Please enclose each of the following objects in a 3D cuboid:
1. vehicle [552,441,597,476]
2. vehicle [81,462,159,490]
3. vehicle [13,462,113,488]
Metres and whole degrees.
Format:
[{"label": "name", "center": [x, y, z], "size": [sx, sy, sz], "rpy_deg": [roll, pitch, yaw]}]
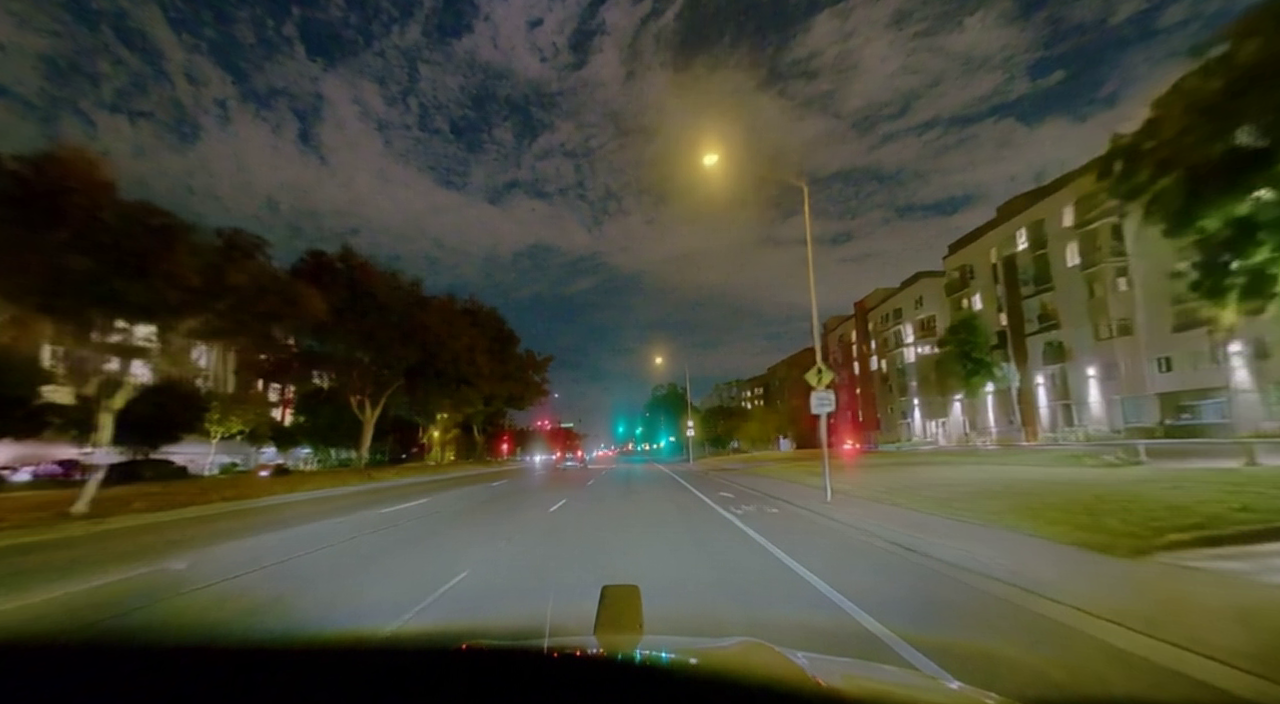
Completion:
[{"label": "vehicle", "center": [-3.537, 5.808, 34.702], "size": [1.959, 1.741, 4.141], "rpy_deg": [-1, -9, 1]}, {"label": "vehicle", "center": [-37.222, 8.892, 45.281], "size": [3.934, 1.544, 1.826], "rpy_deg": [-5, -9, -4]}, {"label": "vehicle", "center": [-37.105, 7.905, 40.713], "size": [4.463, 1.545, 2.076], "rpy_deg": [-1, -9, 2]}]
